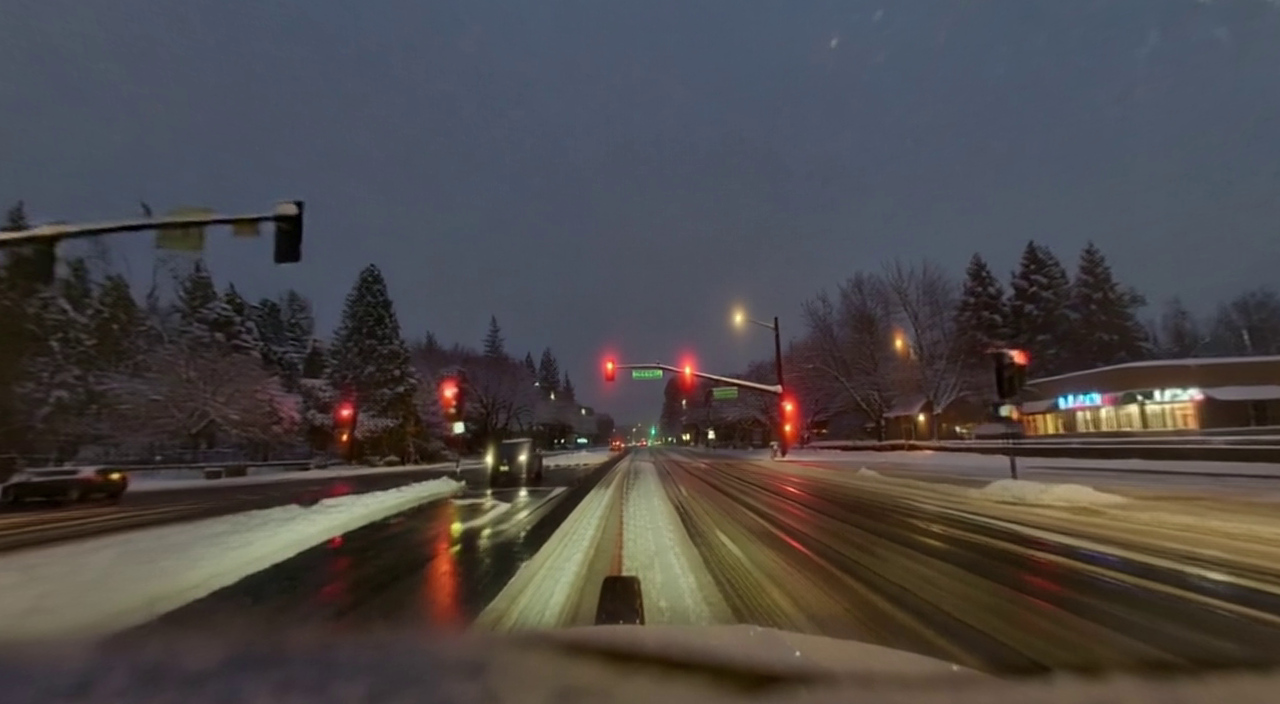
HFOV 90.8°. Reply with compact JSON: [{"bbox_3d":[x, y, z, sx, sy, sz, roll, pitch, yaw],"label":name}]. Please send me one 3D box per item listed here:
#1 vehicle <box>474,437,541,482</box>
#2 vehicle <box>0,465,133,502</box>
[{"bbox_3d":[-5.333,4.217,25.081,1.990,1.639,3.885,3,-9,-21],"label":"vehicle"},{"bbox_3d":[-25.163,5.631,27.204,4.854,1.406,2.060,0,-8,0],"label":"vehicle"}]
